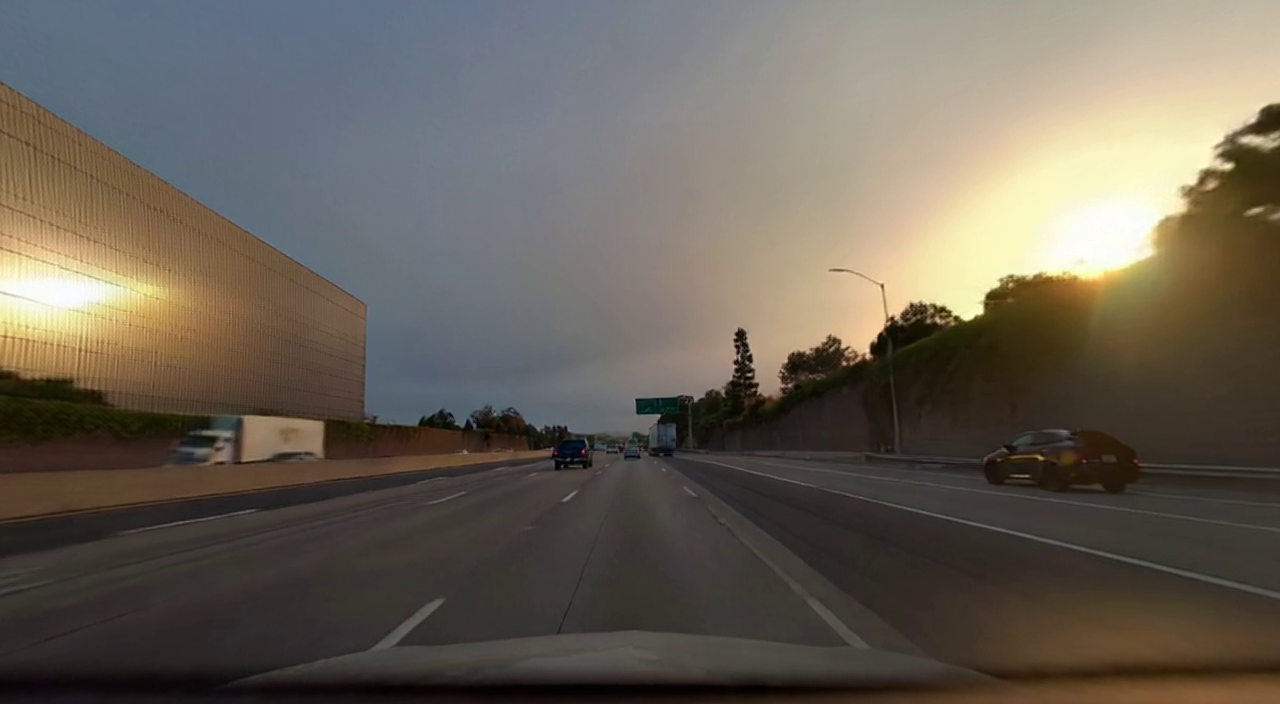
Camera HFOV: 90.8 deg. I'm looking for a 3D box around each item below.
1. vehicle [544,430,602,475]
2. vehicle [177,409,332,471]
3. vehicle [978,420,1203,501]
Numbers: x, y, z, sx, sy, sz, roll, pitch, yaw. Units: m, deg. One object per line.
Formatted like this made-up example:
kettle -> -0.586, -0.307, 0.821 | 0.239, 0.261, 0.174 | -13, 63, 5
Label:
vehicle -> -3.243, 5.074, 31.896 | 2.284, 2.022, 5.752 | 0, -9, 0
vehicle -> -26.907, 6.399, 45.444 | 3.000, 3.767, 13.120 | 0, -9, 0
vehicle -> 11.441, 2.826, 16.688 | 2.089, 1.787, 5.080 | 0, -9, -1
